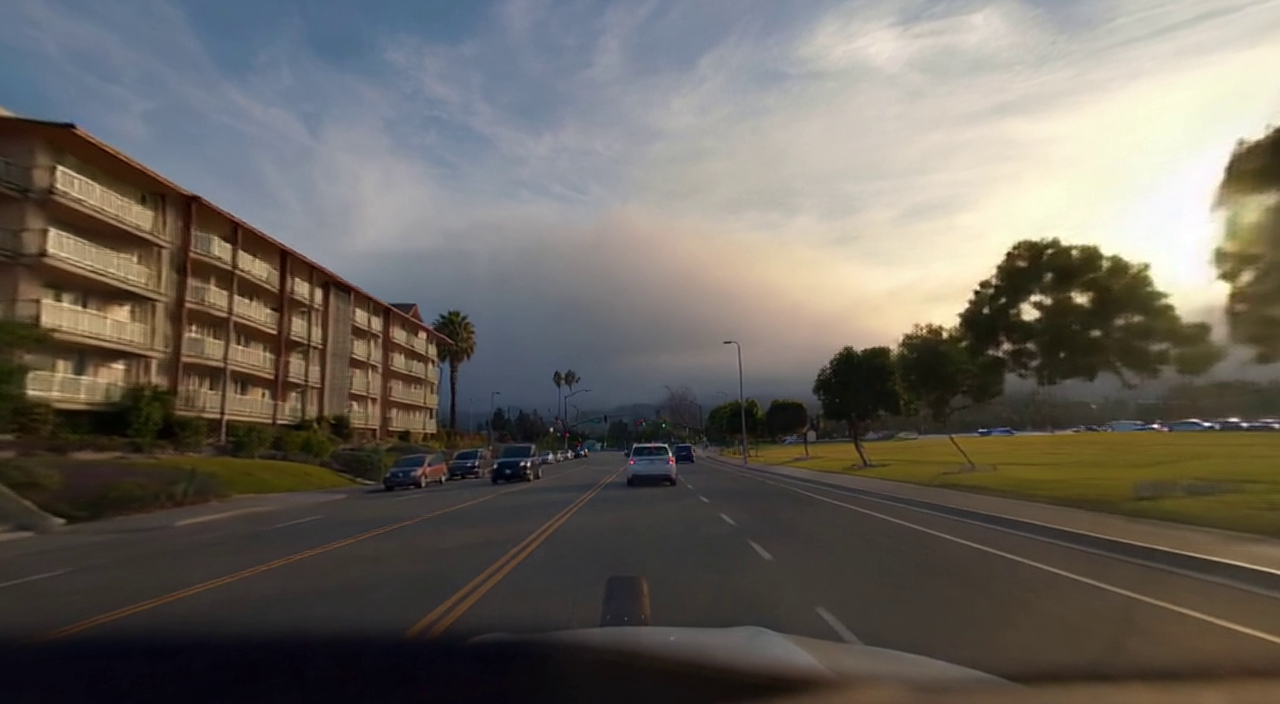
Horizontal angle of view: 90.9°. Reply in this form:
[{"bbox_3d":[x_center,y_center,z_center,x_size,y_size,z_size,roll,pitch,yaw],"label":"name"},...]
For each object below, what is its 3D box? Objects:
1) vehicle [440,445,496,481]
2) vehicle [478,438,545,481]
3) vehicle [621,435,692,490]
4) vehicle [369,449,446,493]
[{"bbox_3d":[-10.051,6.484,37.138,2.032,1.833,4.465,-3,-8,0],"label":"vehicle"},{"bbox_3d":[-5.956,5.050,29.887,2.065,1.838,4.846,-1,-8,1],"label":"vehicle"},{"bbox_3d":[0.491,3.623,20.959,2.132,1.632,3.838,0,-8,0],"label":"vehicle"},{"bbox_3d":[-10.190,5.202,27.931,1.932,1.607,4.191,-5,-8,-2],"label":"vehicle"}]
